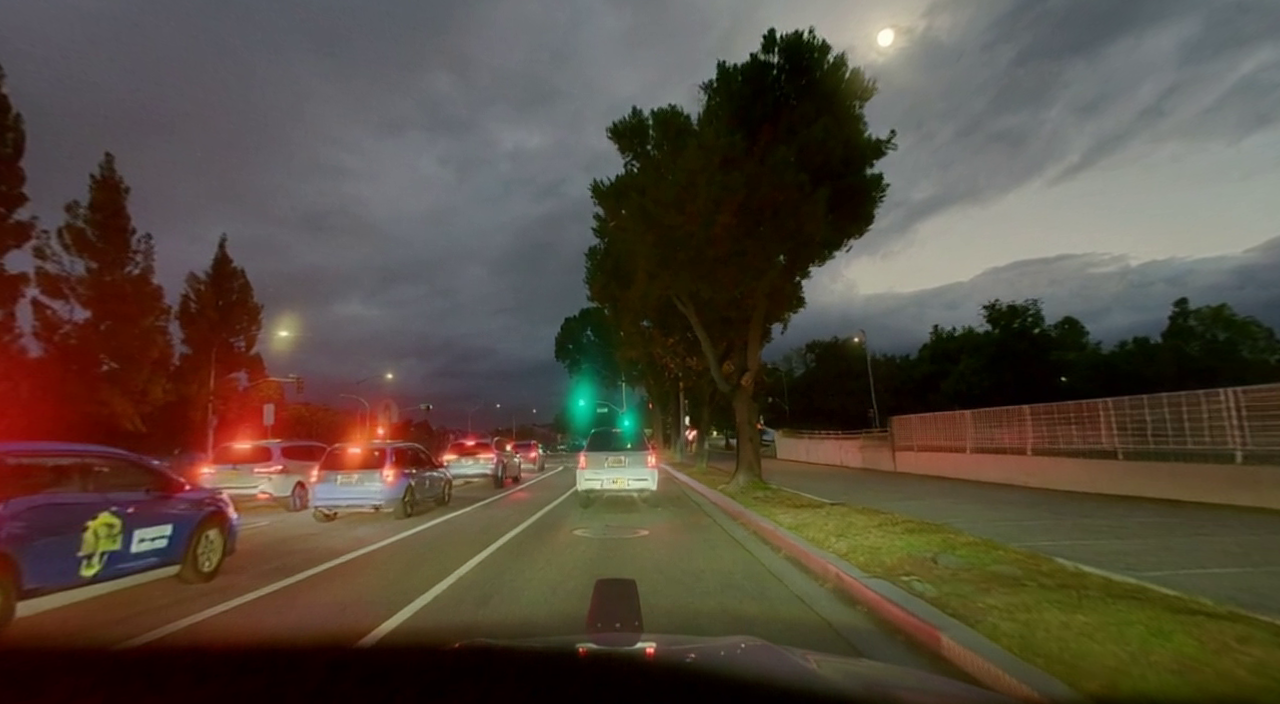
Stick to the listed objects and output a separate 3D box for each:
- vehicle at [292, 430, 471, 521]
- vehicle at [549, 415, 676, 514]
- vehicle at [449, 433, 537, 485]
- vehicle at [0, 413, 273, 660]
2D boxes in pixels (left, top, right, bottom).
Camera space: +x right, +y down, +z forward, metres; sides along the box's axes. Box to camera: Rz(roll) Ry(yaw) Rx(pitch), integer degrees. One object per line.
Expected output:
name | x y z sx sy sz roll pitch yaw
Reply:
vehicle | -5.407 2.629 14.017 2.010 1.674 4.484 0 -9 1
vehicle | -0.573 2.435 14.085 2.368 1.829 4.293 0 -9 -2
vehicle | -5.413 4.021 24.009 2.188 1.774 4.477 0 -9 1
vehicle | -5.277 1.368 5.150 2.069 1.616 4.108 0 -9 0
